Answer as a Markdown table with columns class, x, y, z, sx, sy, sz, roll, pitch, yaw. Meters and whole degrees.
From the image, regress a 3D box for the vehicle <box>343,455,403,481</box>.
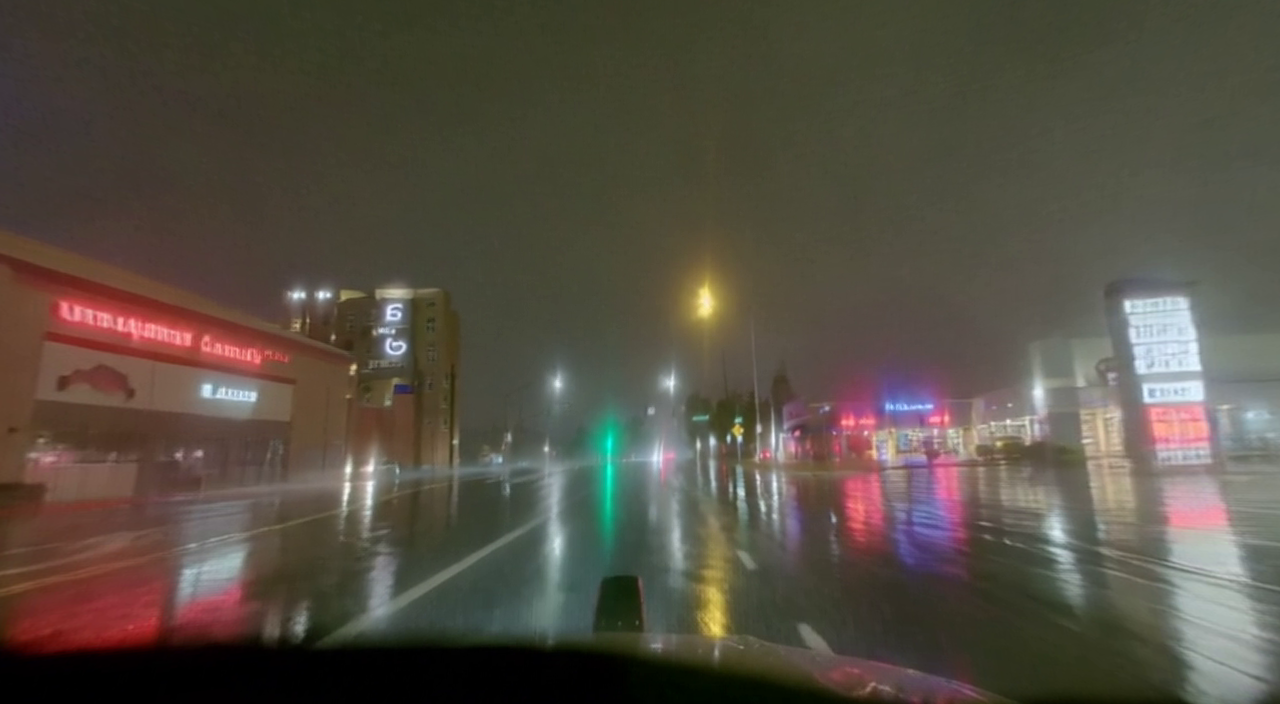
| class | x | y | z | sx | sy | sz | roll | pitch | yaw |
| --- | --- | --- | --- | --- | --- | --- | --- | --- | --- |
| vehicle | -17.511 | 7.589 | 41.483 | 1.938 | 1.465 | 4.744 | -2 | -8 | 0 |
